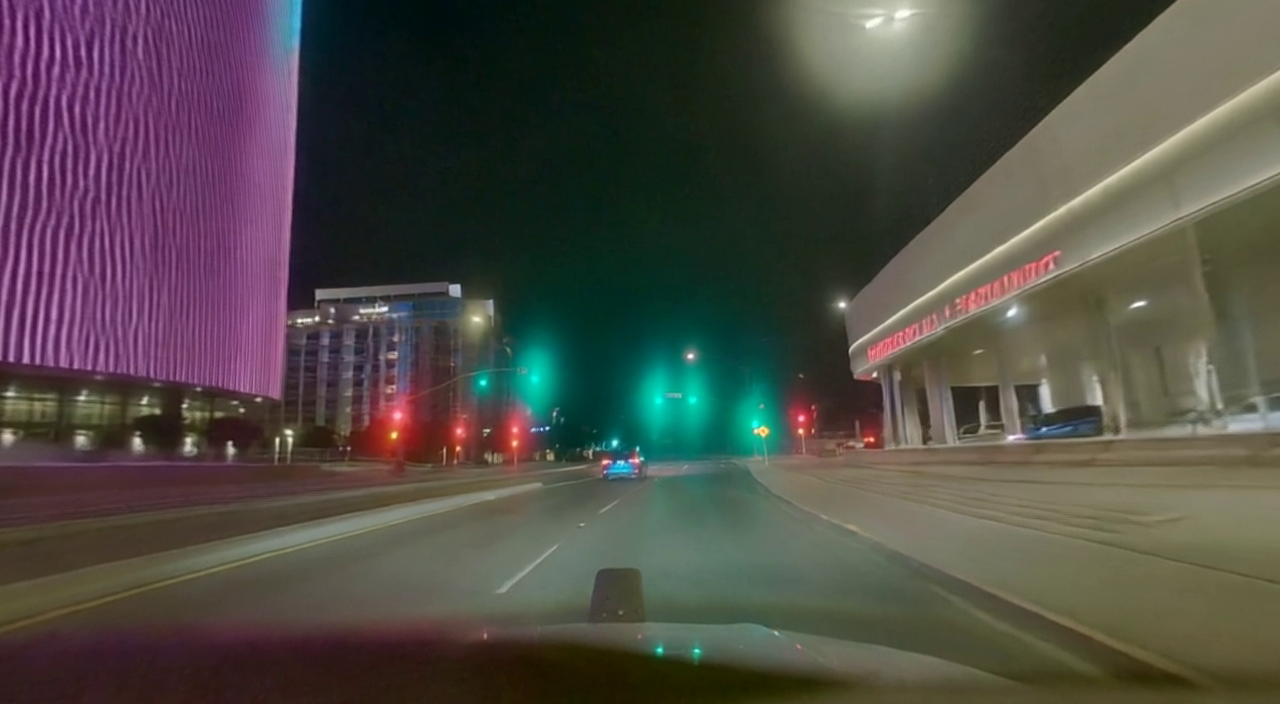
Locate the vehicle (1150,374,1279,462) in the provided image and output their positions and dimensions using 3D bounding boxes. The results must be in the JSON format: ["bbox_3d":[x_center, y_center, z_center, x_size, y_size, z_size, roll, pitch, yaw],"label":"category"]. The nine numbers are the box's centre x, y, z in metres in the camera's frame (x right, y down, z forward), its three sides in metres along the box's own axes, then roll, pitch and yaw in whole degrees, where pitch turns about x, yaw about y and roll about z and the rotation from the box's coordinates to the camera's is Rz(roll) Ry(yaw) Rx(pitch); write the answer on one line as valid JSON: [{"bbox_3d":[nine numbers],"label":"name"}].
[{"bbox_3d":[13.468,1.335,12.794,4.214,1.615,2.008,-3,-10,7],"label":"vehicle"}]

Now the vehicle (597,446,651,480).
[{"bbox_3d":[-0.691,5.296,30.344,1.971,1.486,4.380,-1,-9,7],"label":"vehicle"}]
